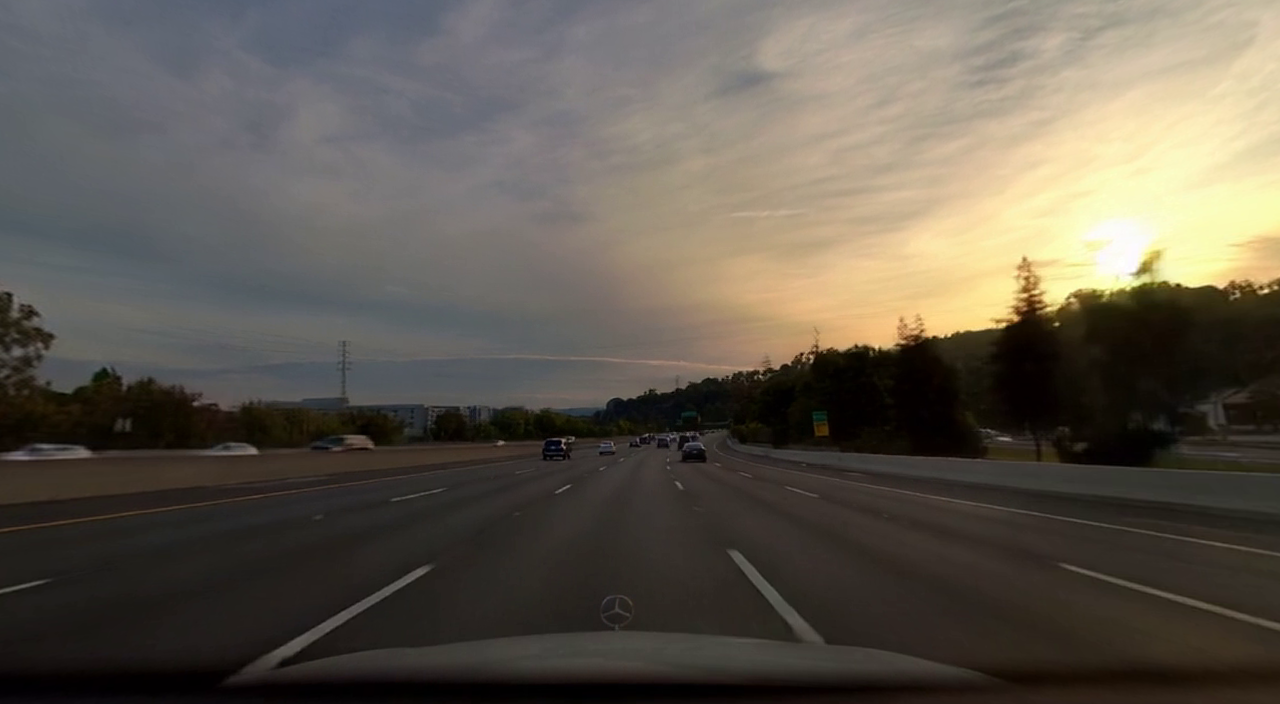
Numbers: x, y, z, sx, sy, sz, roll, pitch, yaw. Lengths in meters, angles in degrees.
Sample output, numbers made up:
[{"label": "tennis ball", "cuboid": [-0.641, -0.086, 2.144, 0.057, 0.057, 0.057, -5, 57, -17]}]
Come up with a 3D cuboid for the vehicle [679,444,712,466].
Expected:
[{"label": "vehicle", "cuboid": [3.746, 7.075, 43.516, 1.967, 1.475, 4.080, 0, -9, 1]}]

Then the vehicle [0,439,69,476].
[{"label": "vehicle", "cuboid": [-30.898, 5.113, 30.668, 1.991, 1.717, 4.607, 0, -9, 1]}]

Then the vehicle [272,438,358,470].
[{"label": "vehicle", "cuboid": [-19.730, 6.207, 38.687, 2.327, 1.788, 5.212, 0, -9, 2]}]

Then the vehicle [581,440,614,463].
[{"label": "vehicle", "cuboid": [-3.280, 7.840, 49.851, 2.179, 1.693, 4.204, 0, -9, 2]}]

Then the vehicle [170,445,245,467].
[{"label": "vehicle", "cuboid": [-30.775, 7.407, 45.141, 1.909, 1.469, 4.727, 0, -9, 2]}]
